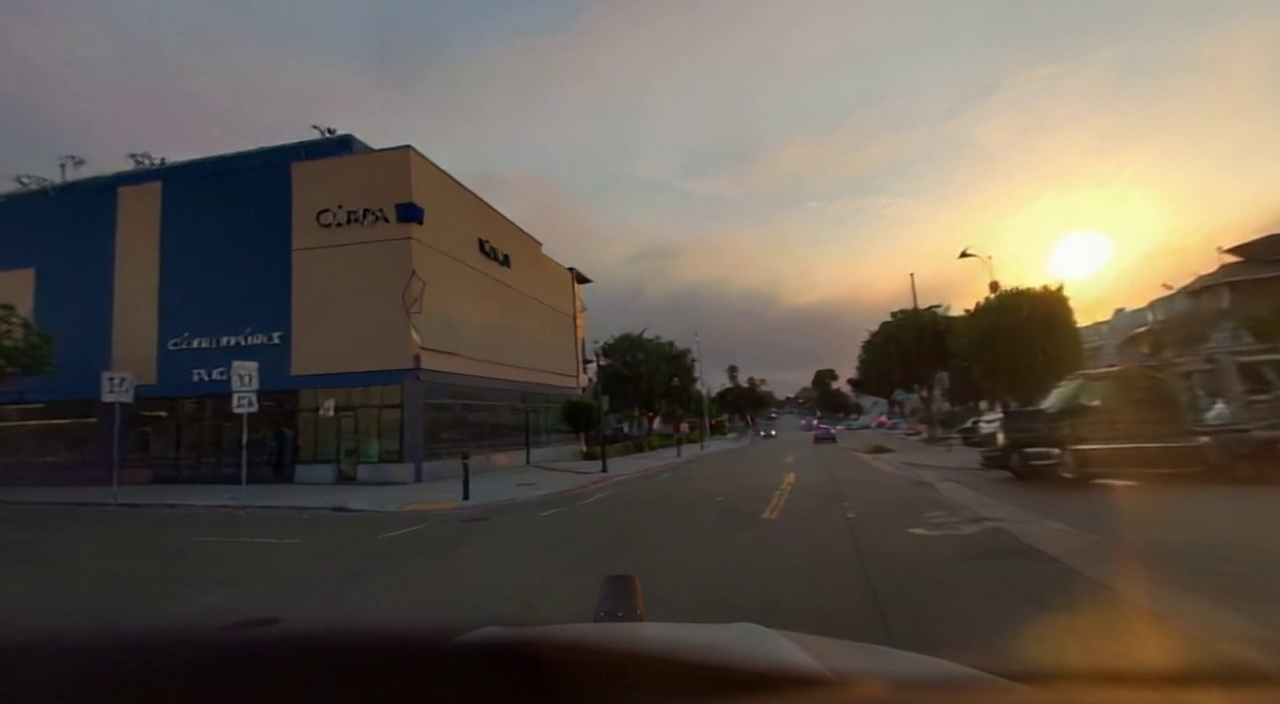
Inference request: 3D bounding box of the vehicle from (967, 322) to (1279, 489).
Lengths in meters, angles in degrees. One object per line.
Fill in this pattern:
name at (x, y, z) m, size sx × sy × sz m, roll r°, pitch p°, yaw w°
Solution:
vehicle at (9.643, 1.030, 11.181) m, size 2.239 × 2.498 × 6.221 m, roll 6°, pitch -10°, yaw -41°
